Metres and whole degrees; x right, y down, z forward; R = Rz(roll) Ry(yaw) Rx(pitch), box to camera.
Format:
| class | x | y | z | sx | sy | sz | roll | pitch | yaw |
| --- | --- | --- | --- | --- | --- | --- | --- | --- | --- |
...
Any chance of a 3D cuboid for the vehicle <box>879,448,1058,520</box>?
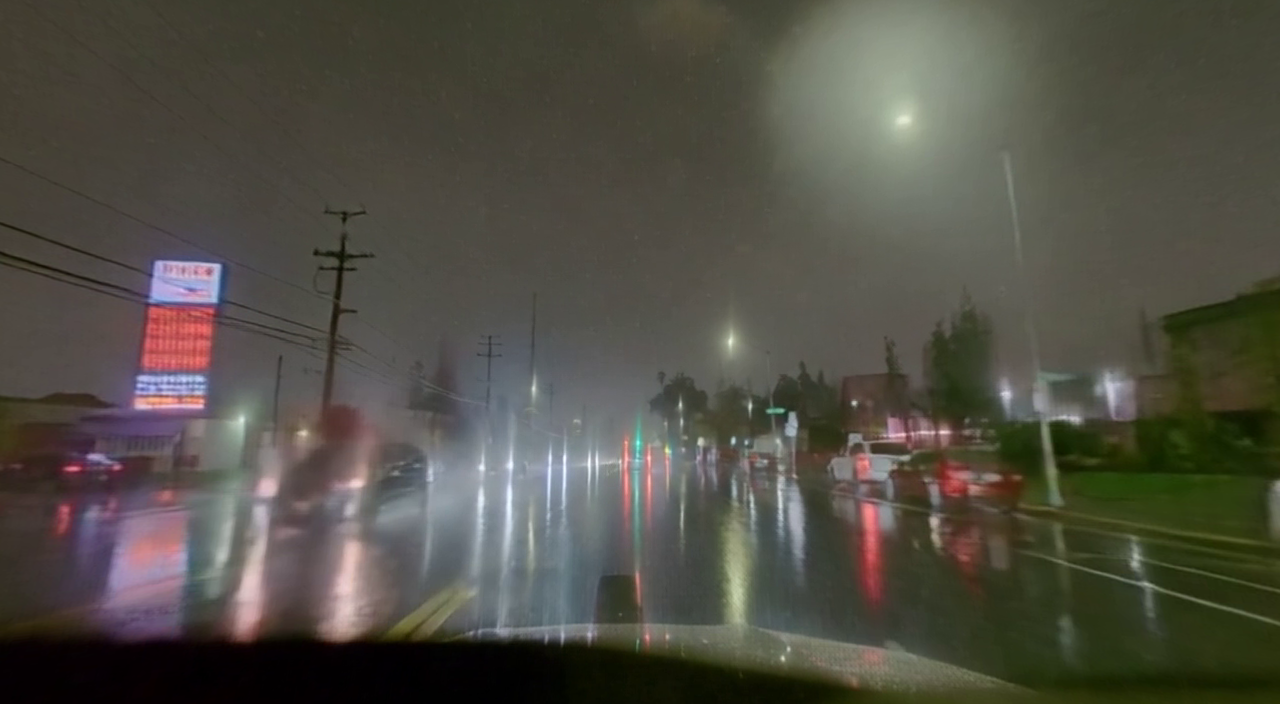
| class | x | y | z | sx | sy | sz | roll | pitch | yaw |
| --- | --- | --- | --- | --- | --- | --- | --- | --- | --- |
| vehicle | 7.806 | 3.129 | 15.656 | 1.833 | 1.475 | 4.648 | 0 | -8 | -2 |

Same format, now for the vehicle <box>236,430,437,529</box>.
| class | x | y | z | sx | sy | sz | roll | pitch | yaw |
| --- | --- | --- | --- | --- | --- | --- | --- | --- | --- |
| vehicle | -6.029 | 2.557 | 13.269 | 2.096 | 1.702 | 4.244 | 0 | -8 | 0 |

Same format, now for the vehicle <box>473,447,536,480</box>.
| class | x | y | z | sx | sy | sz | roll | pitch | yaw |
| --- | --- | --- | --- | --- | --- | --- | --- | --- | --- |
| vehicle | -6.507 | 5.391 | 30.924 | 2.018 | 1.466 | 4.631 | 0 | -8 | 1 |

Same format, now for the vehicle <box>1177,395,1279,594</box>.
| class | x | y | z | sx | sy | sz | roll | pitch | yaw |
| --- | --- | --- | --- | --- | --- | --- | --- | --- | --- |
| vehicle | 7.727 | 1.188 | 4.625 | 2.370 | 2.022 | 5.918 | 0 | -8 | 0 |

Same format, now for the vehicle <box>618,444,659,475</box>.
| class | x | y | z | sx | sy | sz | roll | pitch | yaw |
| --- | --- | --- | --- | --- | --- | --- | --- | --- | --- |
| vehicle | -0.121 | 5.676 | 33.719 | 2.067 | 1.547 | 4.513 | 0 | -8 | -1 |

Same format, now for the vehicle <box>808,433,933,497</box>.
| class | x | y | z | sx | sy | sz | roll | pitch | yaw |
| --- | --- | --- | --- | --- | --- | --- | --- | --- | --- |
| vehicle | 7.732 | 3.833 | 21.909 | 2.188 | 1.903 | 5.324 | 0 | -8 | -2 |

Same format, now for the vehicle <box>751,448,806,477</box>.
| class | x | y | z | sx | sy | sz | roll | pitch | yaw |
| --- | --- | --- | --- | --- | --- | --- | --- | --- | --- |
| vehicle | 7.696 | 6.166 | 35.617 | 1.936 | 1.479 | 4.736 | 0 | -8 | -1 |

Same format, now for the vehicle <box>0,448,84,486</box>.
| class | x | y | z | sx | sy | sz | roll | pitch | yaw |
| --- | --- | --- | --- | --- | --- | --- | --- | --- | --- |
| vehicle | -30.683 | 5.795 | 32.118 | 4.448 | 1.788 | 2.003 | -5 | -9 | 27 |

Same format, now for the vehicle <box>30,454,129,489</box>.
| class | x | y | z | sx | sy | sz | roll | pitch | yaw |
| --- | --- | --- | --- | --- | --- | --- | --- | --- | --- |
| vehicle | -26.243 | 5.544 | 29.556 | 4.391 | 1.435 | 2.011 | -5 | -10 | 29 |
